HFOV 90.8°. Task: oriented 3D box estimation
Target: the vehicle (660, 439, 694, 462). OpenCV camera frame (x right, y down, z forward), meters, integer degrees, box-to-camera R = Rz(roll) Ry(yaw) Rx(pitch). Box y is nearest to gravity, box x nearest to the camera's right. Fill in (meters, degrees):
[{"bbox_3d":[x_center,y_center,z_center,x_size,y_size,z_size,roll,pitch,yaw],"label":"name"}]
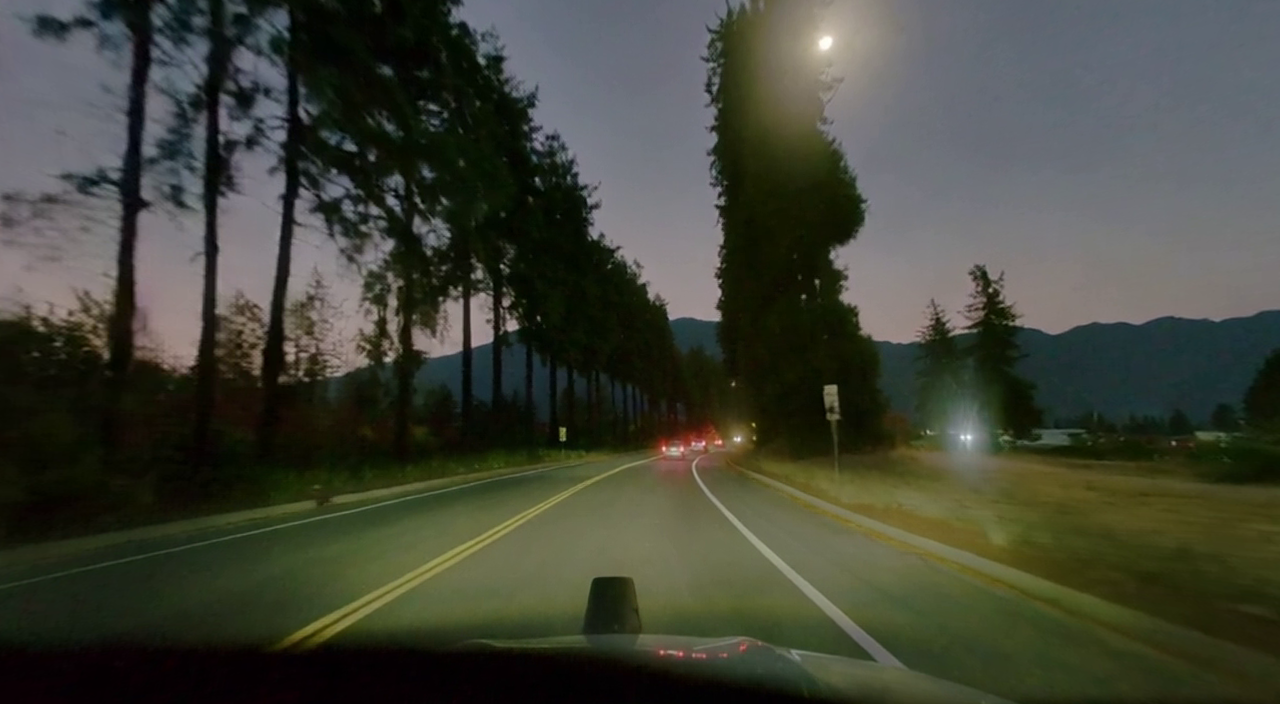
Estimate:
[{"bbox_3d":[2.490,6.519,41.989,2.071,1.474,4.047,-1,-8,5],"label":"vehicle"}]
